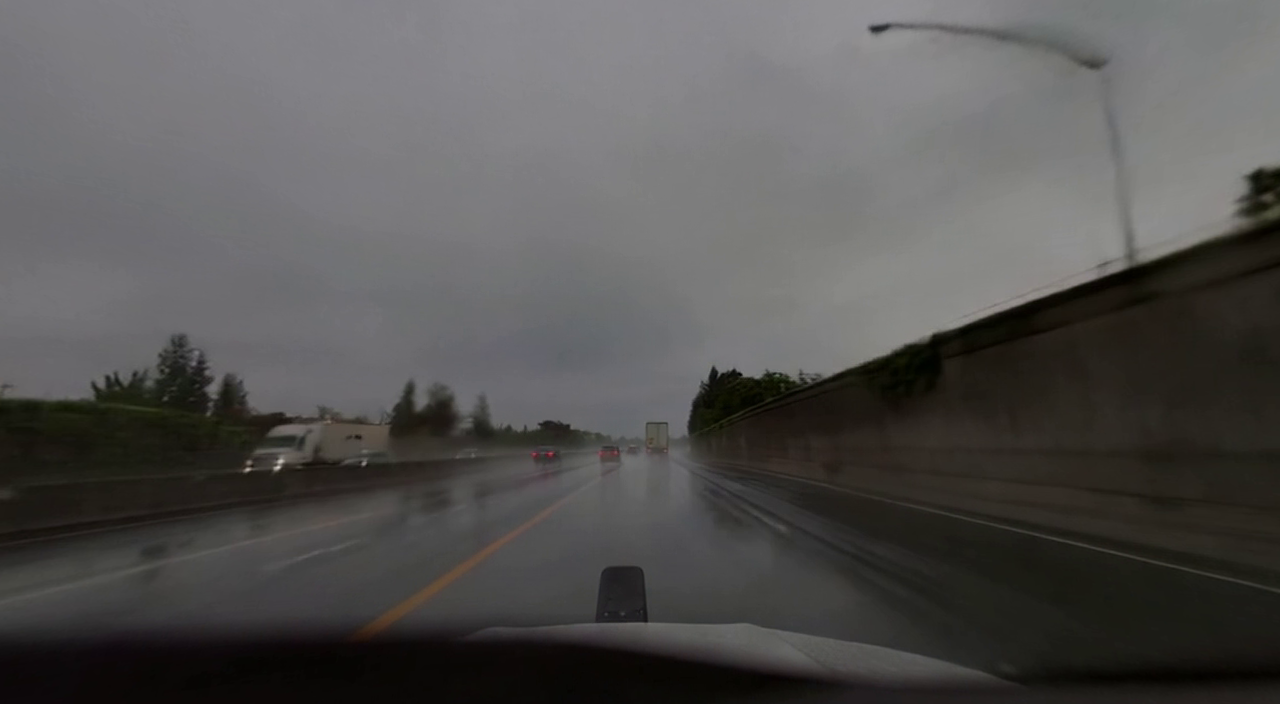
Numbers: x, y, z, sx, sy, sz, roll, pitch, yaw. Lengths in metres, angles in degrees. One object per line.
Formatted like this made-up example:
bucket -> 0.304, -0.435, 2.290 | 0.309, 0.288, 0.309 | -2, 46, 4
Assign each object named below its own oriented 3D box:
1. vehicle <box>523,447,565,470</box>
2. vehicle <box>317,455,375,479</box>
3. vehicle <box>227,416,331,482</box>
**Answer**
vehicle -> -6.598, 7.381, 43.788 | 2.031, 1.521, 4.503 | 0, -9, 2
vehicle -> -18.964, 7.397, 40.838 | 1.717, 1.429, 3.989 | 0, -9, 1
vehicle -> -22.941, 6.225, 40.494 | 2.969, 3.923, 5.892 | 0, -9, 1
